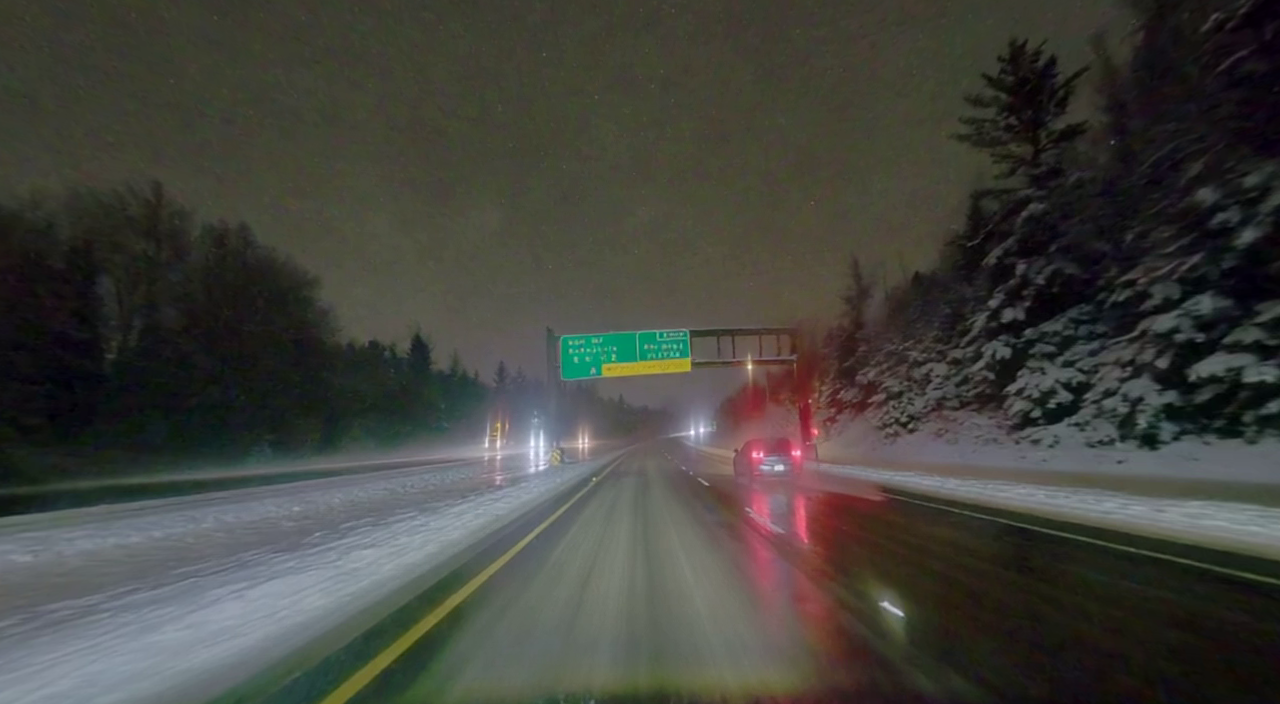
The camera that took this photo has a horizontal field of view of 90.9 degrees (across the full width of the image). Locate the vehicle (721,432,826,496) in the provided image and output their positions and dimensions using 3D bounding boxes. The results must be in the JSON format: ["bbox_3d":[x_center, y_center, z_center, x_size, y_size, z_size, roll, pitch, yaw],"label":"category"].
[{"bbox_3d":[3.519,3.036,17.440,1.997,1.515,4.025,0,-8,0],"label":"vehicle"}]
